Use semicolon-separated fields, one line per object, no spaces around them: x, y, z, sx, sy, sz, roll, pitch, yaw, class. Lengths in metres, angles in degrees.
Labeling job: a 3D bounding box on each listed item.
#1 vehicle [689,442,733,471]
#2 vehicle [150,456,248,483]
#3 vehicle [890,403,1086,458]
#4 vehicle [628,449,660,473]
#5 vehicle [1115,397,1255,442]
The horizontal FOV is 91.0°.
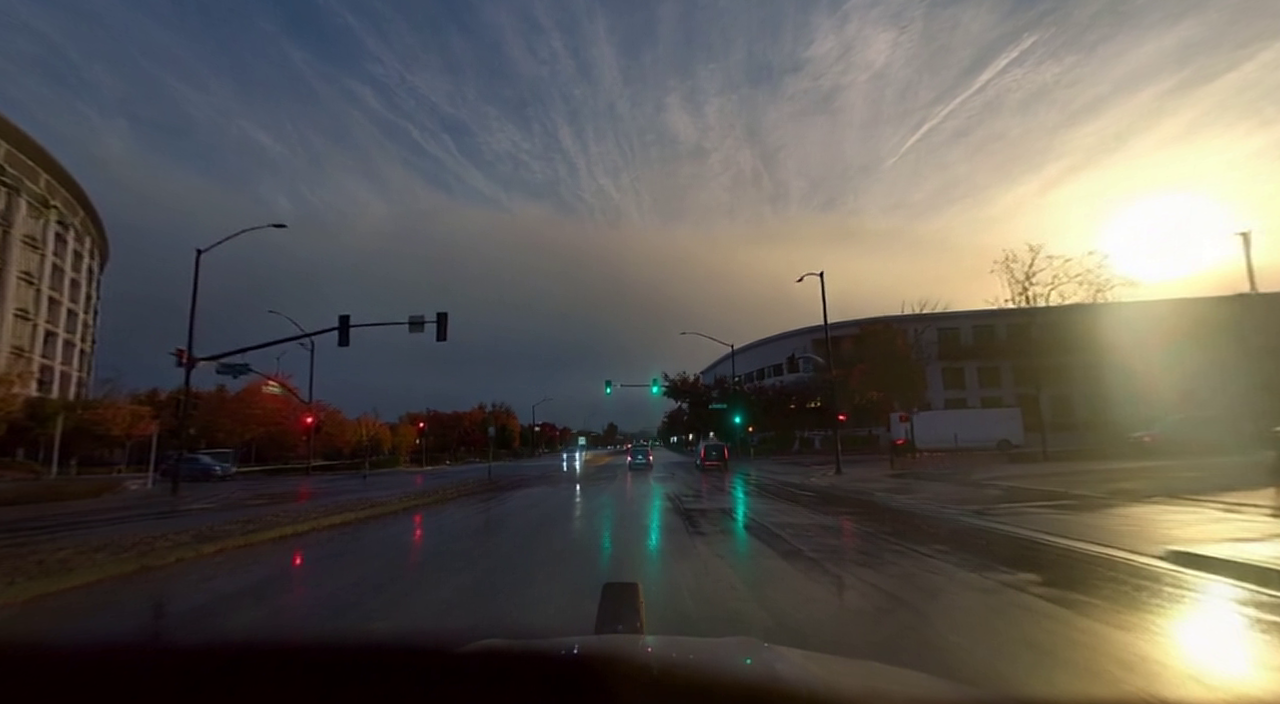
4.569;6.821;41.359;2.174;1.749;4.739;0;-9;-2;vehicle
-26.790;7.131;38.327;4.500;1.555;1.913;0;-9;3;vehicle
22.947;5.292;42.136;10.893;3.534;3.195;-1;-9;4;vehicle
0.245;7.284;42.355;2.014;1.525;4.197;0;-9;0;vehicle
23.400;2.994;27.350;1.887;1.635;4.695;1;-9;0;vehicle
